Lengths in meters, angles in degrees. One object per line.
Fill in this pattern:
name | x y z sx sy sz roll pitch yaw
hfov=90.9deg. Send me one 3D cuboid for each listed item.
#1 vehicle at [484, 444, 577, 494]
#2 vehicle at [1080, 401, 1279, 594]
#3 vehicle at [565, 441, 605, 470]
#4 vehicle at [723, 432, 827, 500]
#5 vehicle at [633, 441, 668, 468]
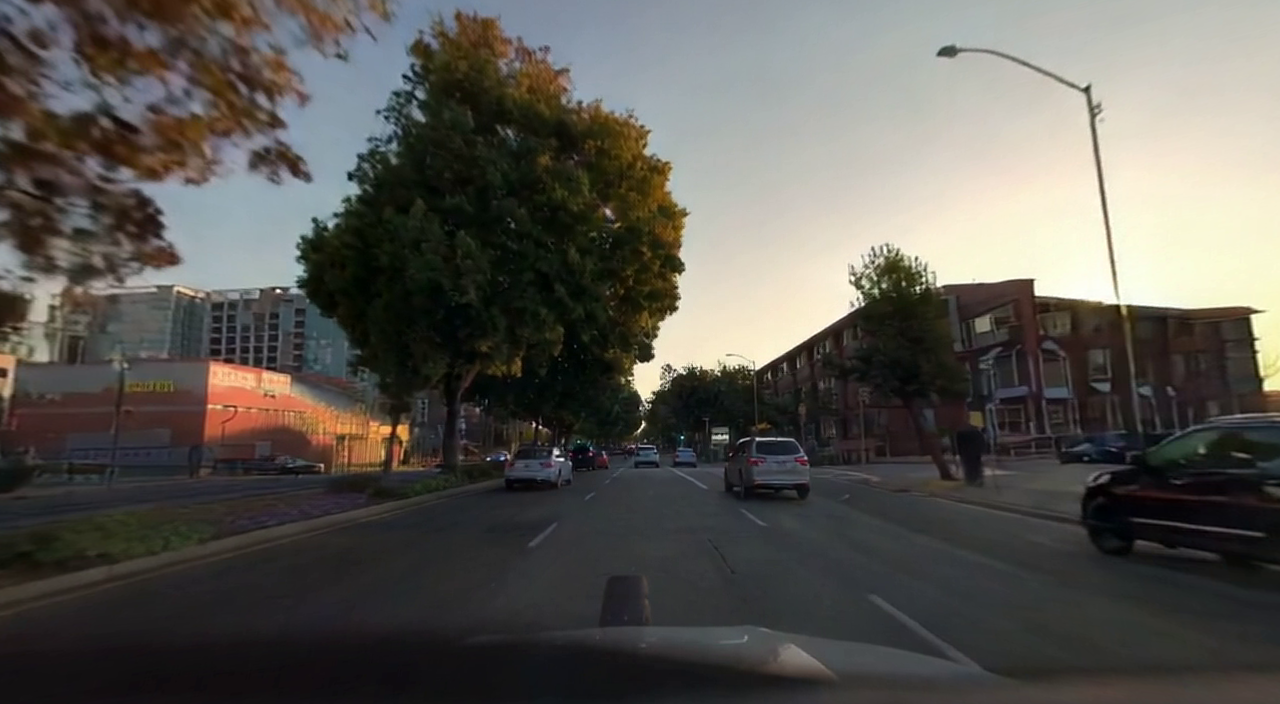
vehicle | -3.276 3.590 19.811 2.013 1.354 4.393 0 -8 2
vehicle | 7.078 1.371 5.831 2.189 1.783 5.122 1 -8 -2
vehicle | -3.291 6.279 38.496 1.988 1.645 3.995 0 -8 1
vehicle | 3.745 3.250 18.426 1.980 1.709 4.813 0 -8 0
vehicle | 0.676 6.716 41.654 2.192 1.674 4.124 0 -8 0
